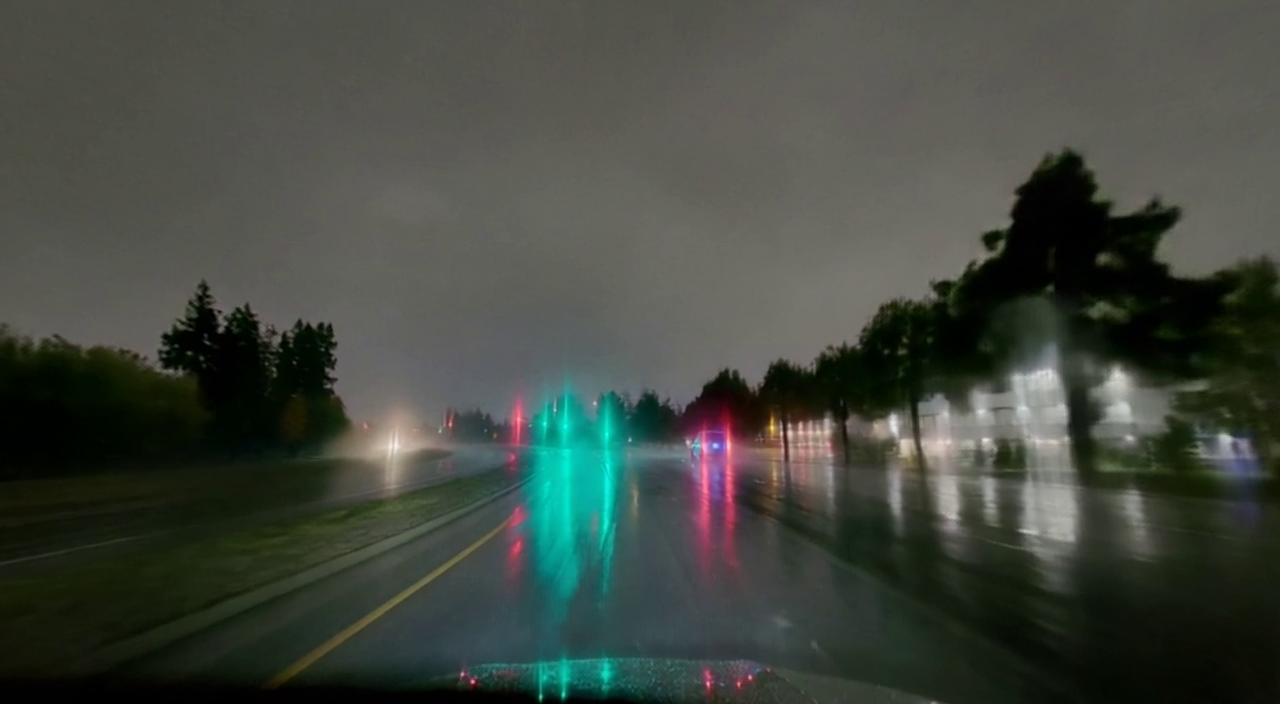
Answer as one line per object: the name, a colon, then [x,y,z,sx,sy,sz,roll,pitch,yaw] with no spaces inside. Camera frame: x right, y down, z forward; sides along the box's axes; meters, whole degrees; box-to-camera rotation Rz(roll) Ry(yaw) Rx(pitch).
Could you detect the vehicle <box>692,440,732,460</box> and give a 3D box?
vehicle: [5.461,7.525,48.382,1.908,1.483,4.474,1,-9,-9]
